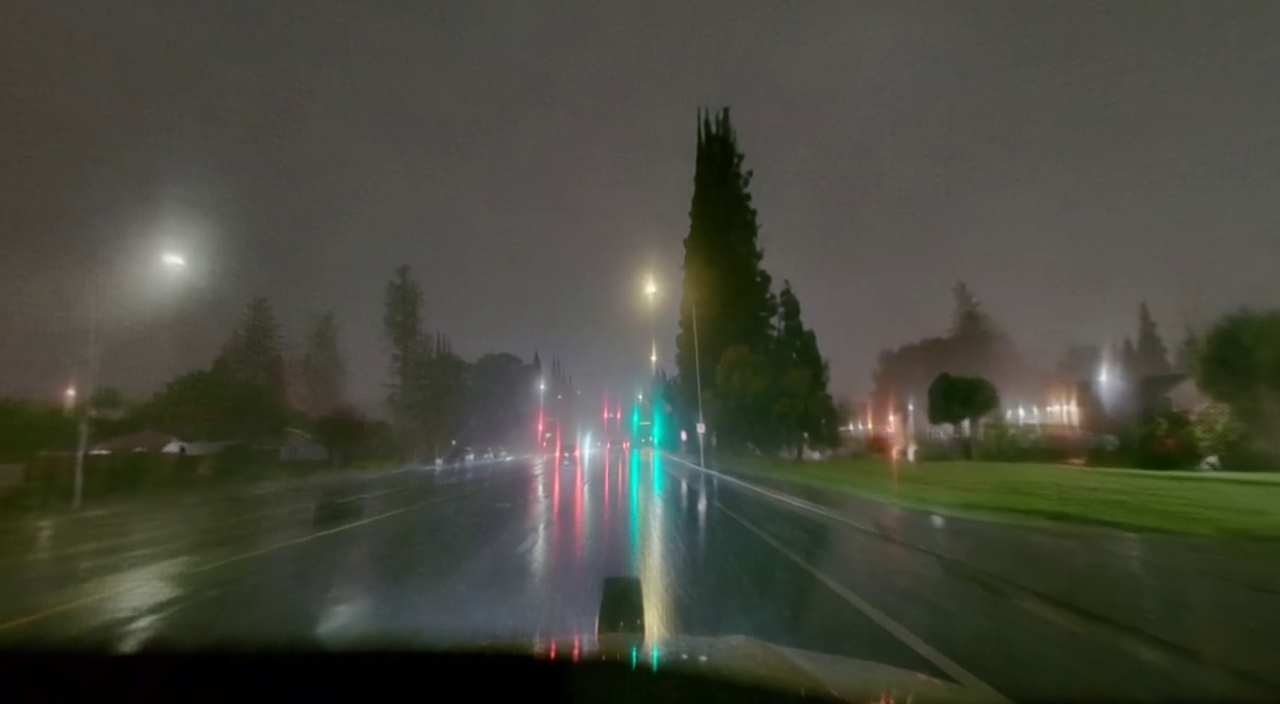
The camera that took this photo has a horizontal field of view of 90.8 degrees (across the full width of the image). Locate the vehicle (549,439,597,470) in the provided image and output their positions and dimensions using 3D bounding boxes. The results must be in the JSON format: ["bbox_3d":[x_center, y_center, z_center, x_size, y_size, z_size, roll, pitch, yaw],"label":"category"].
[{"bbox_3d":[-3.379,5.272,32.719,2.030,1.467,4.251,0,-8,0],"label":"vehicle"}]

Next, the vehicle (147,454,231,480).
[{"bbox_3d":[-28.696,7.292,40.252,3.814,1.512,1.948,0,-8,2],"label":"vehicle"}]
